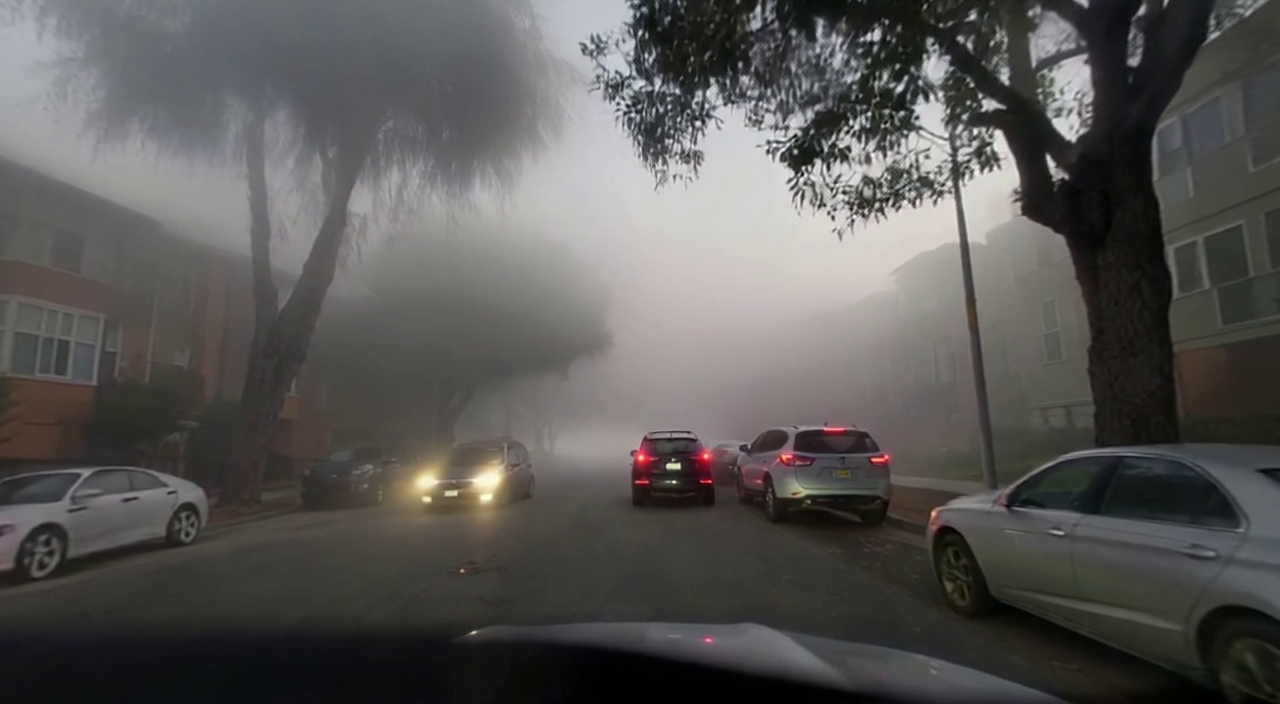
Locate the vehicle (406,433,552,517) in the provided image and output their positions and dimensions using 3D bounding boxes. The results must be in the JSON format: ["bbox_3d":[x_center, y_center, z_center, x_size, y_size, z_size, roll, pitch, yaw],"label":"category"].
[{"bbox_3d":[-3.616,2.838,15.028,2.018,1.691,3.995,-1,-9,7],"label":"vehicle"}]

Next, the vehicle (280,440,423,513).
[{"bbox_3d":[-7.902,3.418,17.851,2.002,1.774,4.568,0,-9,-2],"label":"vehicle"}]

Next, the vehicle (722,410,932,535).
[{"bbox_3d":[3.074,2.141,11.846,2.082,1.799,5.207,0,-9,-3],"label":"vehicle"}]

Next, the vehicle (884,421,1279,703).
[{"bbox_3d":[3.391,1.187,3.875,1.881,1.403,4.214,0,-9,-3],"label":"vehicle"}]

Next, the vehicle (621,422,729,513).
[{"bbox_3d":[0.628,2.596,14.684,2.055,1.717,5.172,0,-9,-1],"label":"vehicle"}]

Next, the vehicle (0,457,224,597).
[{"bbox_3d":[-8.097,2.328,8.835,1.859,1.432,4.315,-5,-8,-4],"label":"vehicle"}]
